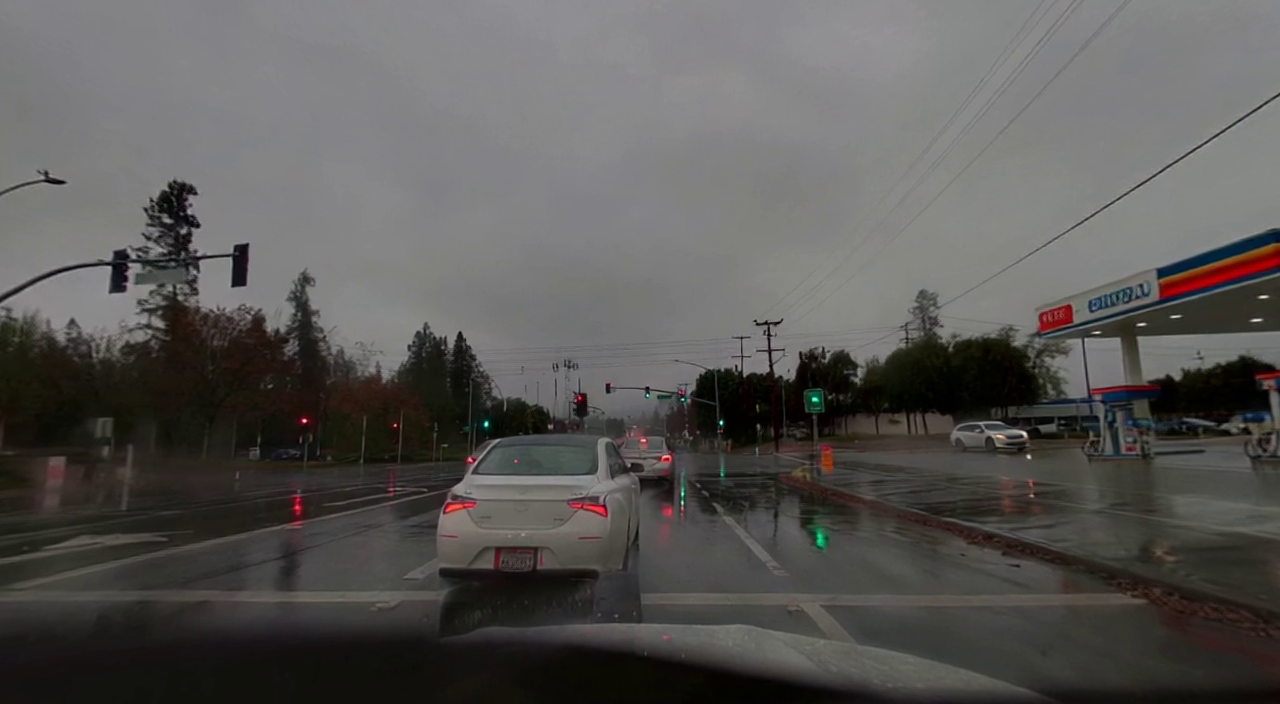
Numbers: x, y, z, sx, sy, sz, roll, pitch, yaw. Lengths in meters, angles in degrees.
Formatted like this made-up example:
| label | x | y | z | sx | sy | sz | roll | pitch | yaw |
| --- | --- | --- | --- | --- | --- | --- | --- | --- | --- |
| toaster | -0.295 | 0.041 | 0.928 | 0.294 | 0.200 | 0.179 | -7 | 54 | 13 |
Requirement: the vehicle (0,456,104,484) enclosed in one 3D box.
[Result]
| label | x | y | z | sx | sy | sz | roll | pitch | yaw |
| --- | --- | --- | --- | --- | --- | --- | --- | --- | --- |
| vehicle | -35.022 | 6.982 | 37.559 | 1.796 | 1.440 | 4.802 | -1 | -8 | 4 |

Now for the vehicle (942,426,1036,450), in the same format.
| label | x | y | z | sx | sy | sz | roll | pitch | yaw |
| --- | --- | --- | --- | --- | --- | --- | --- | --- | --- |
| vehicle | 22.540 | 5.594 | 40.968 | 4.874 | 1.502 | 2.048 | 0 | -8 | -1 |

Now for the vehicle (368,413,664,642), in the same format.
| label | x | y | z | sx | sy | sz | roll | pitch | yaw |
| --- | --- | --- | --- | --- | --- | --- | --- | --- | --- |
| vehicle | -0.762 | 1.508 | 6.547 | 1.916 | 1.510 | 4.447 | -1 | -8 | 3 |
